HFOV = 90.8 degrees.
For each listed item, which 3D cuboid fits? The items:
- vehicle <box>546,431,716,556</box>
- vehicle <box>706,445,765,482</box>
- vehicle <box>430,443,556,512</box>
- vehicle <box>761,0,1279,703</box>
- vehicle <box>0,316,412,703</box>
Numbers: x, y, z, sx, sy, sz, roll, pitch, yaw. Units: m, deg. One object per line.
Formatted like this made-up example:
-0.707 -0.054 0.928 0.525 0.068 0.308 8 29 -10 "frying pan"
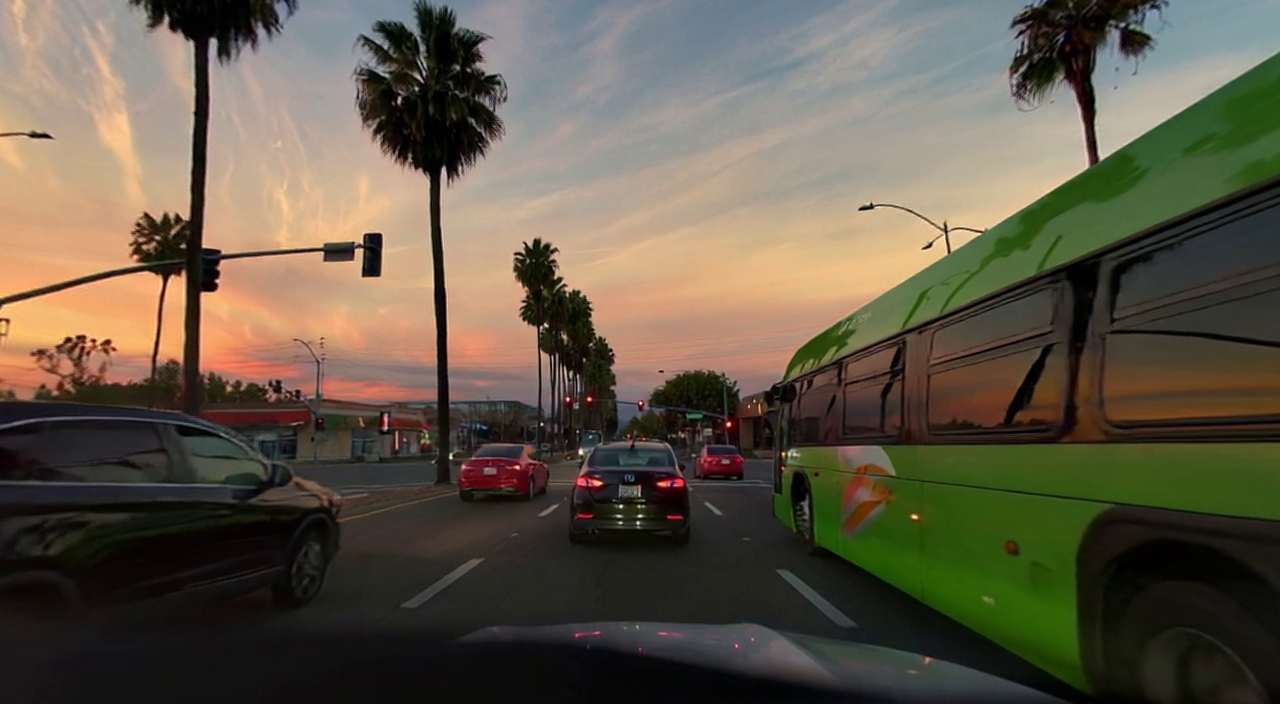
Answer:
-0.123 2.018 9.666 2.060 1.499 3.831 0 -9 0 "vehicle"
4.108 4.888 27.978 1.989 1.467 4.364 0 -9 1 "vehicle"
-3.354 2.928 15.306 1.919 1.415 4.178 0 -9 2 "vehicle"
3.633 -0.046 4.093 3.068 4.026 13.534 0 -9 0 "vehicle"
-3.498 1.019 3.987 2.145 1.824 4.974 0 -9 1 "vehicle"
